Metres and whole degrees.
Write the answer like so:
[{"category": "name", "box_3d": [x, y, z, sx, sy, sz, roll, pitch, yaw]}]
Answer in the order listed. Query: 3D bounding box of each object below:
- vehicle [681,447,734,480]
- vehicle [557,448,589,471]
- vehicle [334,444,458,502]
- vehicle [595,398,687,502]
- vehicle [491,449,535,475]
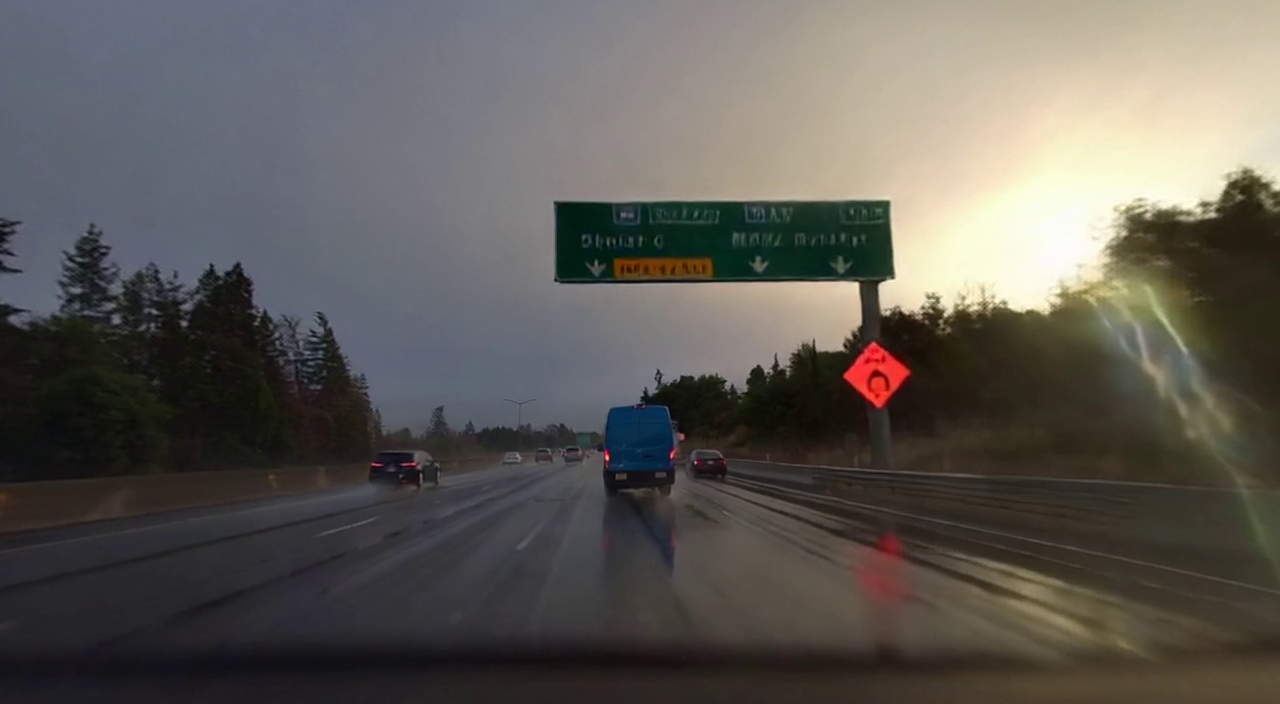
[{"category": "vehicle", "box_3d": [3.247, 5.489, 31.191, 2.015, 1.491, 4.732, 0, -9, -1]}, {"category": "vehicle", "box_3d": [-4.697, 7.580, 44.277, 2.002, 1.536, 4.021, 0, -9, -3]}, {"category": "vehicle", "box_3d": [-7.048, 3.525, 18.675, 2.003, 1.498, 4.386, 0, -9, -1]}, {"category": "vehicle", "box_3d": [-0.145, 2.814, 18.143, 2.268, 2.551, 5.144, 0, -9, -4]}, {"category": "vehicle", "box_3d": [-7.830, 6.795, 38.992, 2.026, 1.506, 4.102, 0, -9, -3]}]
